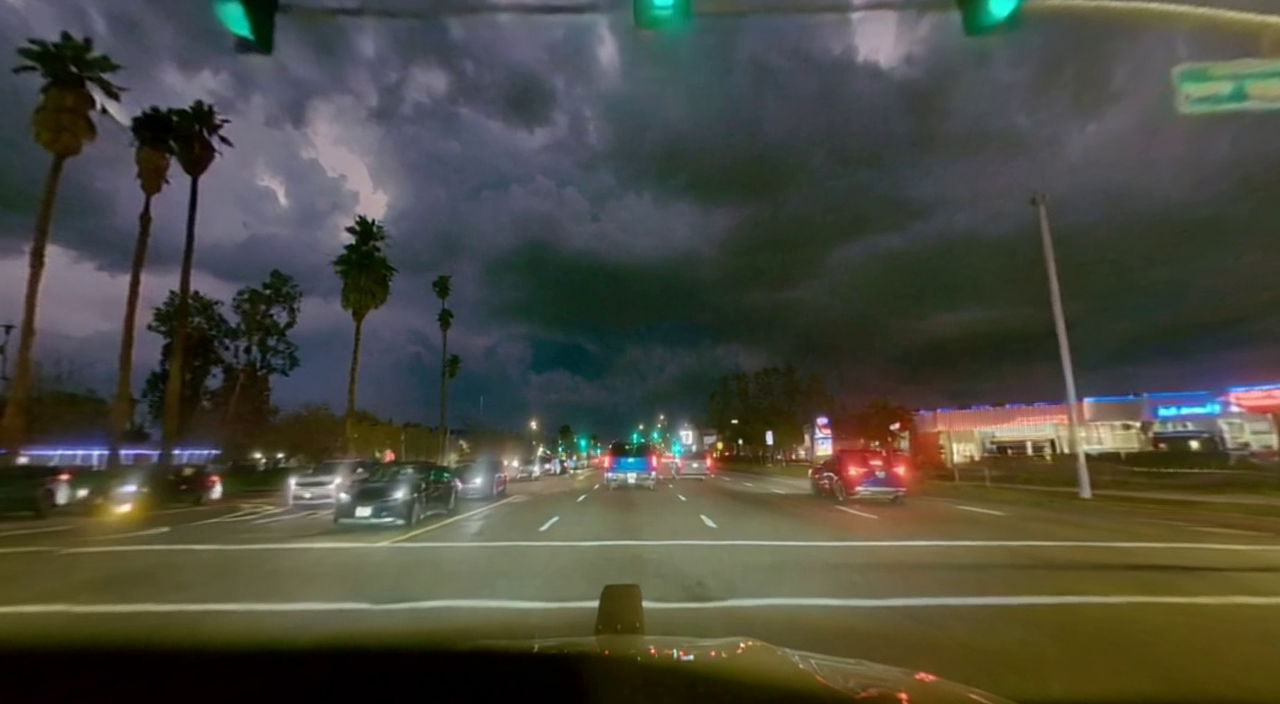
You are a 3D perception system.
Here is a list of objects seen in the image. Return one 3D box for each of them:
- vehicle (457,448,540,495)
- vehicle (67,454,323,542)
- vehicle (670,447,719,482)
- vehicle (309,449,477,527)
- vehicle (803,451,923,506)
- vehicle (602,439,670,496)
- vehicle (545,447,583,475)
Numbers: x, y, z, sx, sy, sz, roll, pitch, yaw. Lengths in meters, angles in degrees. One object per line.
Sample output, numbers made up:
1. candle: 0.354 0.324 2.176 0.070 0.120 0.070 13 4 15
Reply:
1. vehicle: -5.154 4.392 23.622 2.036 1.541 4.107 -1 -9 2
2. vehicle: -8.619 2.817 12.862 2.061 1.415 4.289 0 -9 0
3. vehicle: 2.856 5.968 33.911 2.112 1.710 4.234 0 -9 -2
4. vehicle: -5.260 2.923 14.235 2.030 1.441 4.324 0 -9 0
5. vehicle: 6.604 3.763 19.279 1.944 1.447 4.309 0 -9 -2
6. vehicle: -0.140 4.009 22.292 2.151 1.787 4.109 0 -9 0
7. vehicle: -5.197 7.498 43.680 2.160 1.769 4.494 0 -9 -1
